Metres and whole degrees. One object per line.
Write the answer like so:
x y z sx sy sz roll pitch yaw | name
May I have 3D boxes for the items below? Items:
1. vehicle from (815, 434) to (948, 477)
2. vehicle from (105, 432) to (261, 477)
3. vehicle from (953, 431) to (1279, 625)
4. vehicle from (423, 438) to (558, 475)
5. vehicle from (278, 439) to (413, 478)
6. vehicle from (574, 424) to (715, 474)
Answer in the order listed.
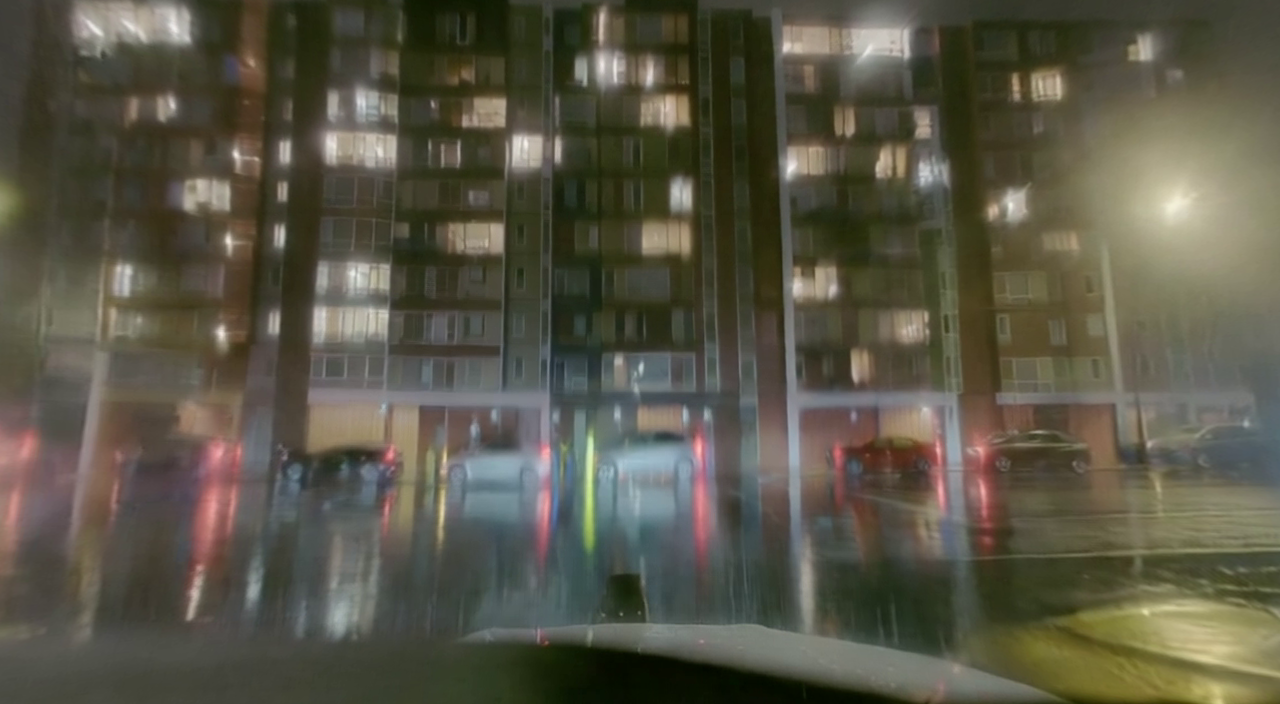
9.494 4.074 25.079 4.521 1.411 1.726 -2 -7 -4 | vehicle
-17.472 3.935 24.362 4.426 1.641 1.889 0 -9 -5 | vehicle
5.934 1.558 6.155 4.714 1.471 1.978 -1 -5 1 | vehicle
-5.723 4.087 24.663 4.851 1.339 1.785 0 -11 -2 | vehicle
-11.347 4.114 24.611 4.336 1.438 1.776 0 -8 -3 | vehicle
0.105 3.846 24.888 5.299 1.860 2.098 1 -10 -4 | vehicle
